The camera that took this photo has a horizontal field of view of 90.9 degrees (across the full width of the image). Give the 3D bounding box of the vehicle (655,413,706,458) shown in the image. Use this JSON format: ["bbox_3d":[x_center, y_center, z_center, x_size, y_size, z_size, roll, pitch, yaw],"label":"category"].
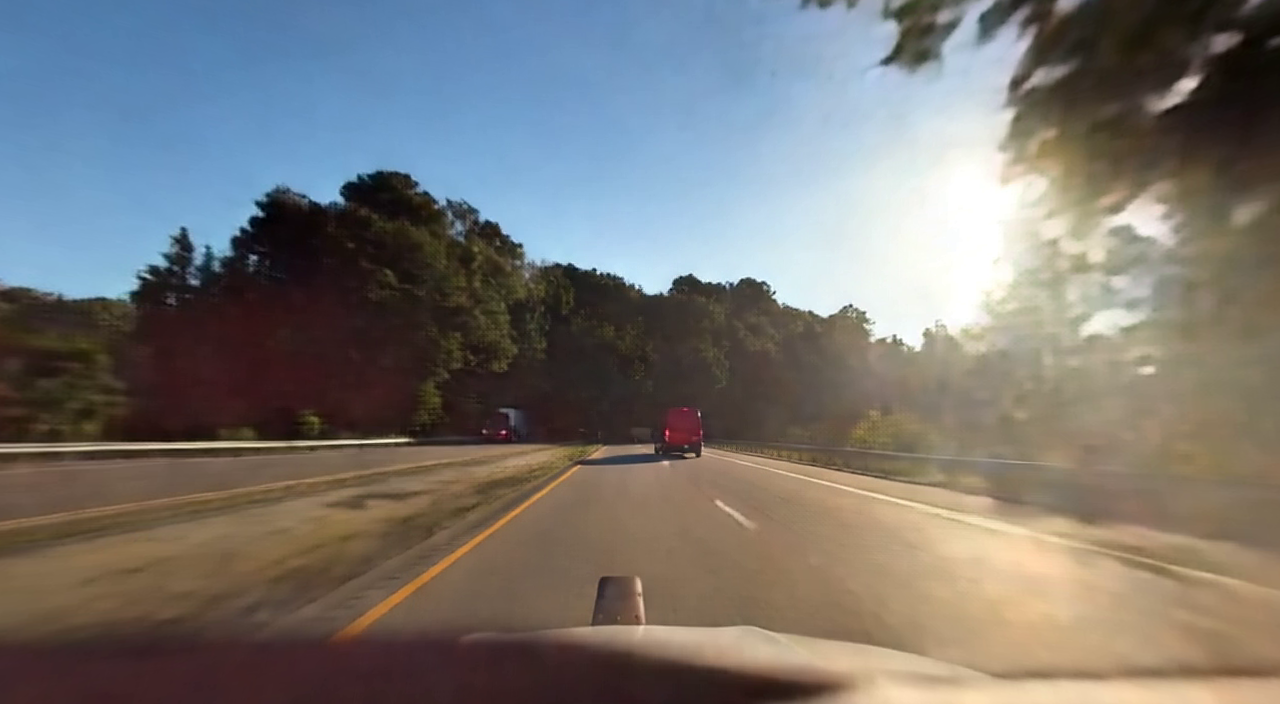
[{"bbox_3d":[2.403,5.251,39.751,2.570,2.596,6.082,0,-8,-2],"label":"vehicle"}]
